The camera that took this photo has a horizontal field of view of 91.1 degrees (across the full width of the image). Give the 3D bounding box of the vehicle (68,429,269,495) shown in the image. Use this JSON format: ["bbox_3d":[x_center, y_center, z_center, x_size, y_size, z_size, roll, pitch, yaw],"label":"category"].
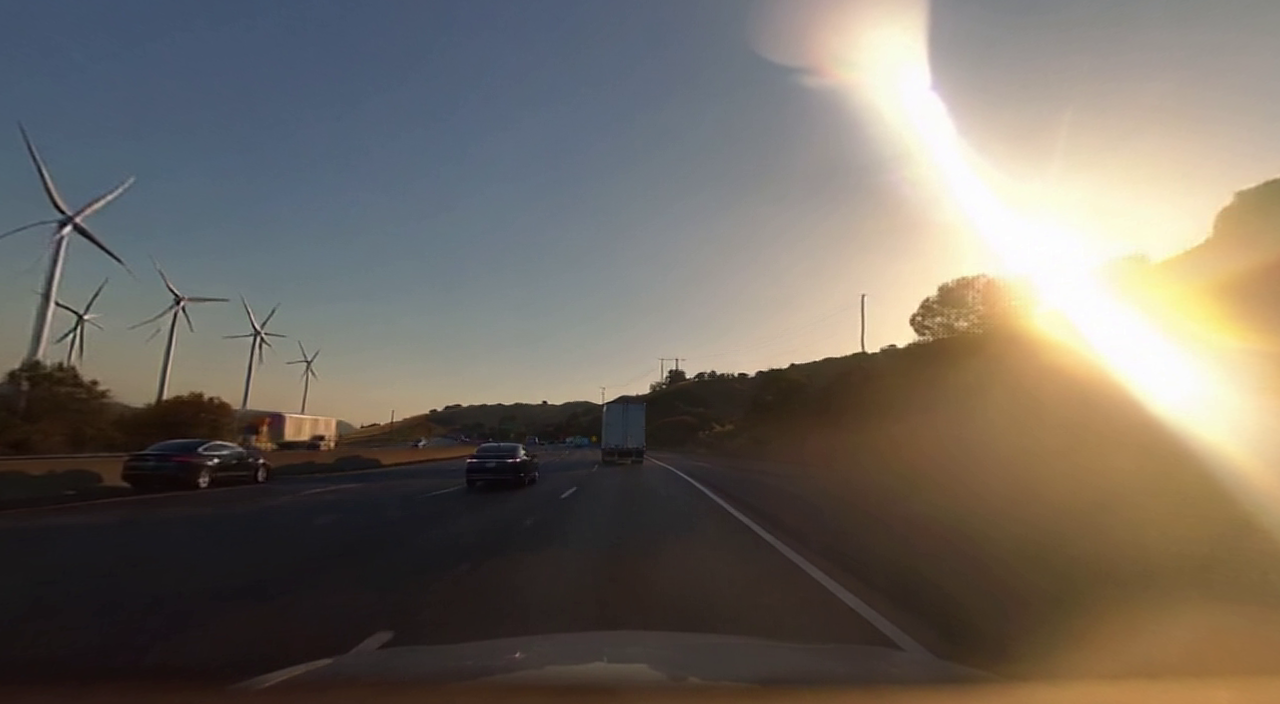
[{"bbox_3d":[-15.013,3.515,20.607,2.285,1.835,5.672,0,-8,-1],"label":"vehicle"}]

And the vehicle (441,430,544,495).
[{"bbox_3d":[-4.166,3.191,18.427,2.109,1.684,3.783,0,-8,-1],"label":"vehicle"}]

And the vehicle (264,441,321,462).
[{"bbox_3d":[-26.369,7.560,47.803,1.979,1.475,4.452,0,-8,-3],"label":"vehicle"}]
